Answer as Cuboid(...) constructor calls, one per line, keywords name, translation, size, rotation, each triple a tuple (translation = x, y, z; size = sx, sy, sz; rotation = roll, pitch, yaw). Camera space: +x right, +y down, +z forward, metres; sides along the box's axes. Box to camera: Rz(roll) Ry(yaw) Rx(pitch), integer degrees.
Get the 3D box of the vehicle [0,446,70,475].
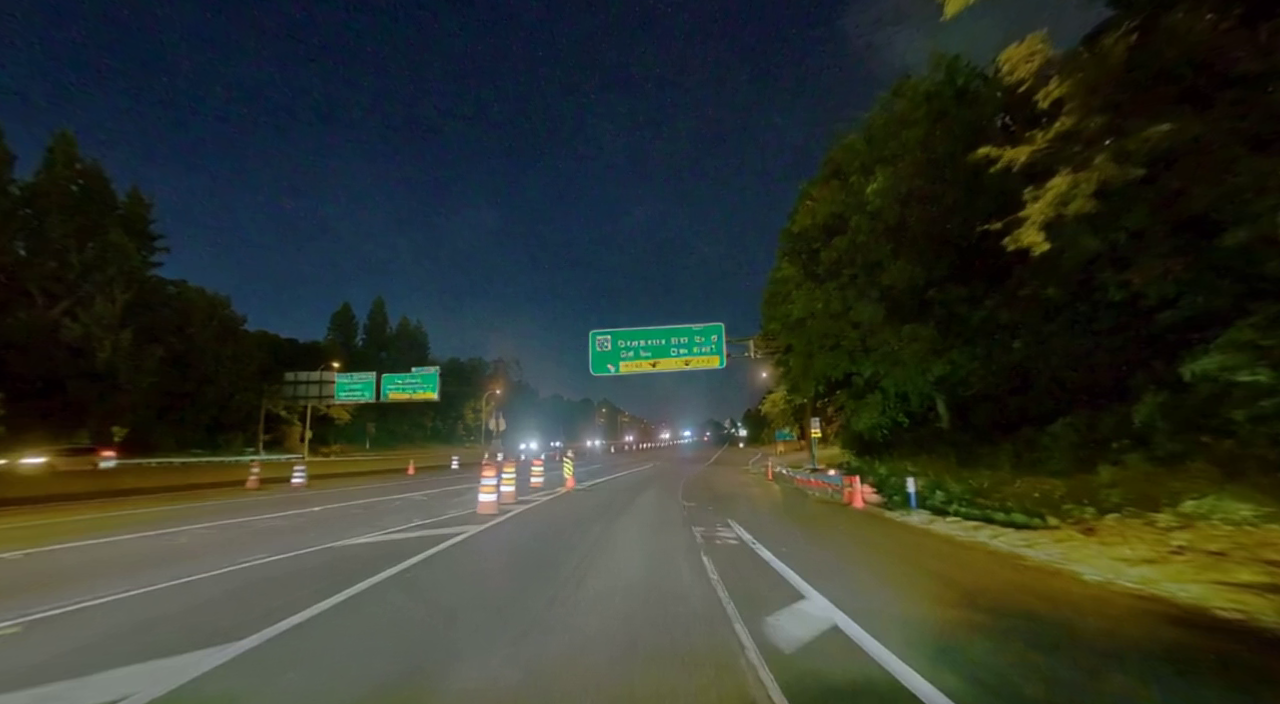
Cuboid(name="vehicle", translation=(-36.935, 6.347, 36.870), size=(1.879, 1.604, 5.062), rotation=(-1, -8, 9))
